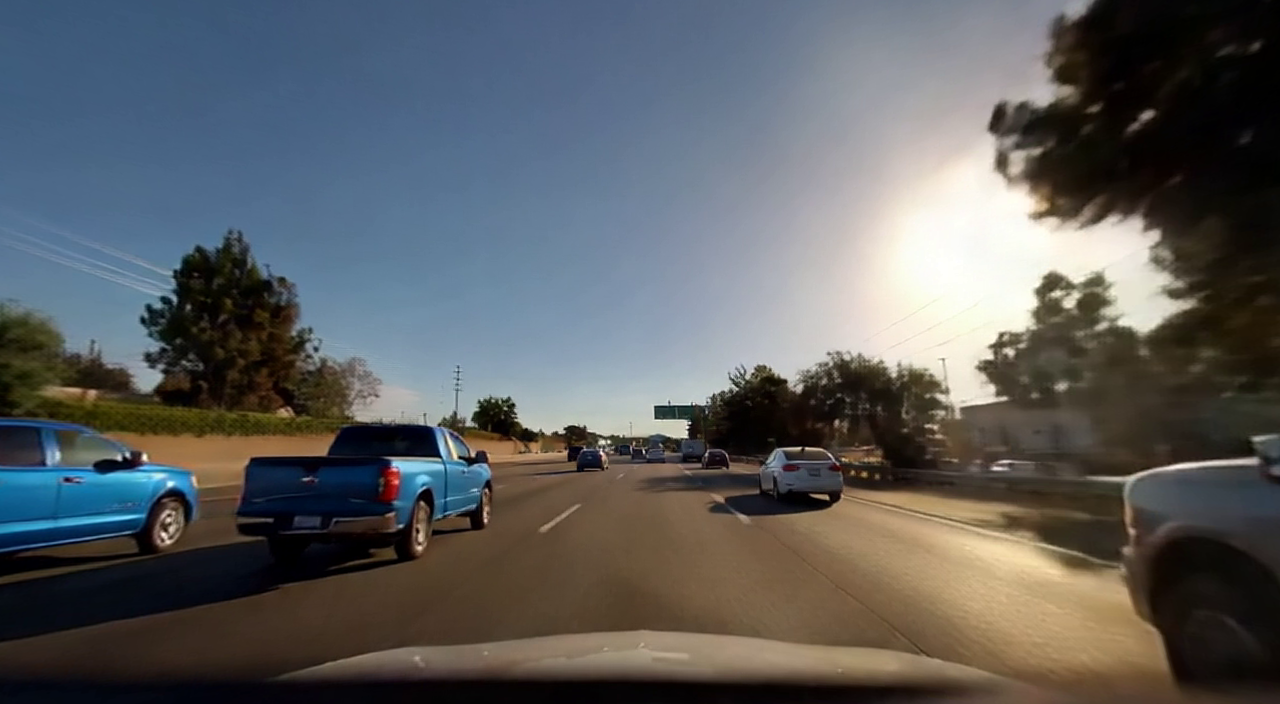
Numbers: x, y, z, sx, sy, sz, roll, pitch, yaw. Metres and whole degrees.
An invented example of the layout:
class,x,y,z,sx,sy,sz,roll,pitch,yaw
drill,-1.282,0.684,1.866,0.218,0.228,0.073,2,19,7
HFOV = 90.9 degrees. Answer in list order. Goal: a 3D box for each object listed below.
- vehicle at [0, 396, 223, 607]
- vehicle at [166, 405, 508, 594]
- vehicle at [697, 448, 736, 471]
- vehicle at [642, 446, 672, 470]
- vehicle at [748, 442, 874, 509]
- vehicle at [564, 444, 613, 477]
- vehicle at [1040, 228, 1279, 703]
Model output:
class,x,y,z,sx,sy,sz,roll,pitch,yaw
vehicle,-6.765,1.329,5.656,2.428,1.812,5.131,0,-8,2
vehicle,-3.379,1.742,8.362,2.146,1.775,4.553,0,-8,2
vehicle,5.135,7.283,42.876,2.072,1.456,4.537,0,-8,1
vehicle,1.218,7.743,46.407,2.080,1.682,4.150,0,-8,1
vehicle,4.299,3.168,16.733,2.111,1.498,4.466,0,-8,0
vehicle,-2.782,5.988,35.237,2.209,1.714,4.576,0,-8,2
vehicle,3.752,0.296,0.170,3.024,2.092,6.797,0,-8,2
